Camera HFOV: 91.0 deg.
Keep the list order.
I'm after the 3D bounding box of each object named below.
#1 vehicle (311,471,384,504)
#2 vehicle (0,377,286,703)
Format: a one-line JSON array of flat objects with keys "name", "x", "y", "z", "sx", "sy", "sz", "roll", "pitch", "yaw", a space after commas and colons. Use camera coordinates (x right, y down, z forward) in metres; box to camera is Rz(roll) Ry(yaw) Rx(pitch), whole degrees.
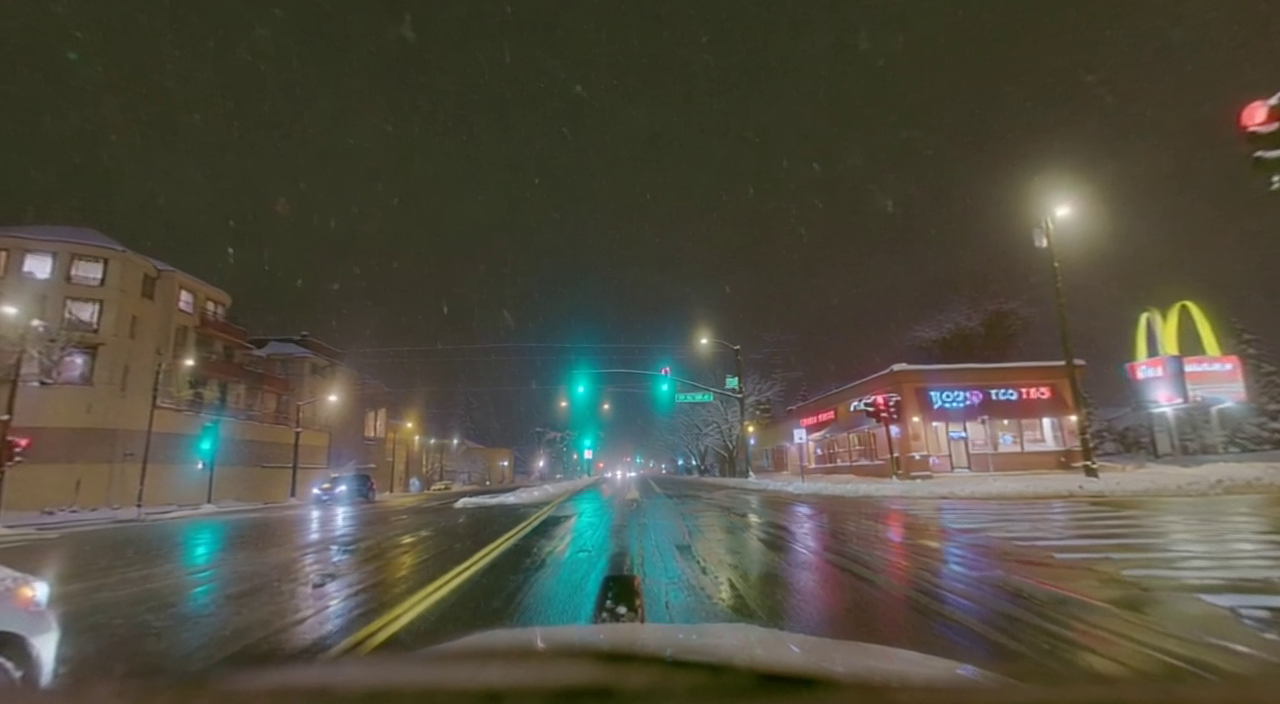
[{"name": "vehicle", "x": -15.871, "y": 7.346, "z": 34.378, "sx": 1.931, "sy": 1.471, "sz": 4.152, "roll": 0, "pitch": -9, "yaw": 1}, {"name": "vehicle", "x": -3.327, "y": 0.827, "z": 1.605, "sx": 2.081, "sy": 1.644, "sz": 4.523, "roll": 0, "pitch": -9, "yaw": 2}]
